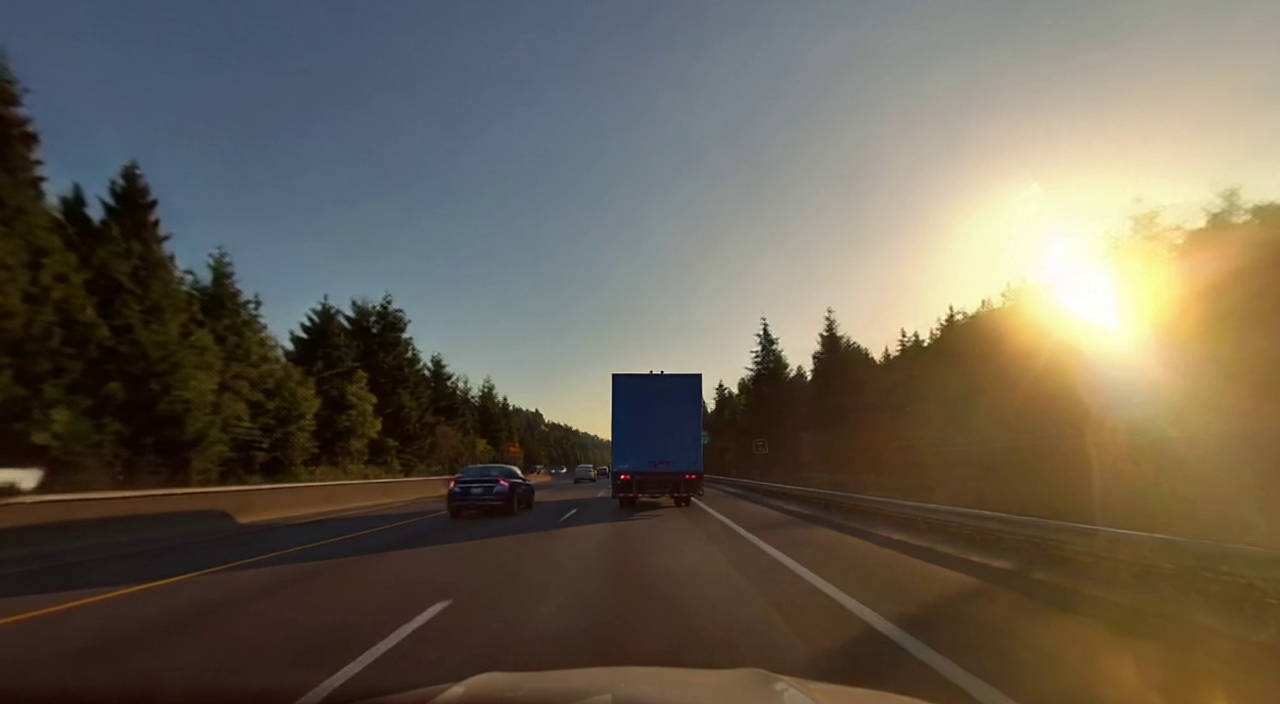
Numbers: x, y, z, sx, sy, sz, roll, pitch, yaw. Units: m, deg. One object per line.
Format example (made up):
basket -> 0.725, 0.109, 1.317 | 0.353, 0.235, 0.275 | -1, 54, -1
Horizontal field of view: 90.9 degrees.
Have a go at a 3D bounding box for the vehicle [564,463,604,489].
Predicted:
vehicle -> -3.507, 7.900, 40.372 | 2.079, 1.506, 4.821 | 0, -10, 1

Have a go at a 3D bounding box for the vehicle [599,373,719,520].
vehicle -> 0.436, 3.246, 20.765 | 3.008, 3.678, 9.512 | 1, -10, -1

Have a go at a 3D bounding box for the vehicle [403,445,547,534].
vehicle -> -3.582, 3.123, 14.681 | 2.076, 1.691, 4.555 | 1, -10, 0
